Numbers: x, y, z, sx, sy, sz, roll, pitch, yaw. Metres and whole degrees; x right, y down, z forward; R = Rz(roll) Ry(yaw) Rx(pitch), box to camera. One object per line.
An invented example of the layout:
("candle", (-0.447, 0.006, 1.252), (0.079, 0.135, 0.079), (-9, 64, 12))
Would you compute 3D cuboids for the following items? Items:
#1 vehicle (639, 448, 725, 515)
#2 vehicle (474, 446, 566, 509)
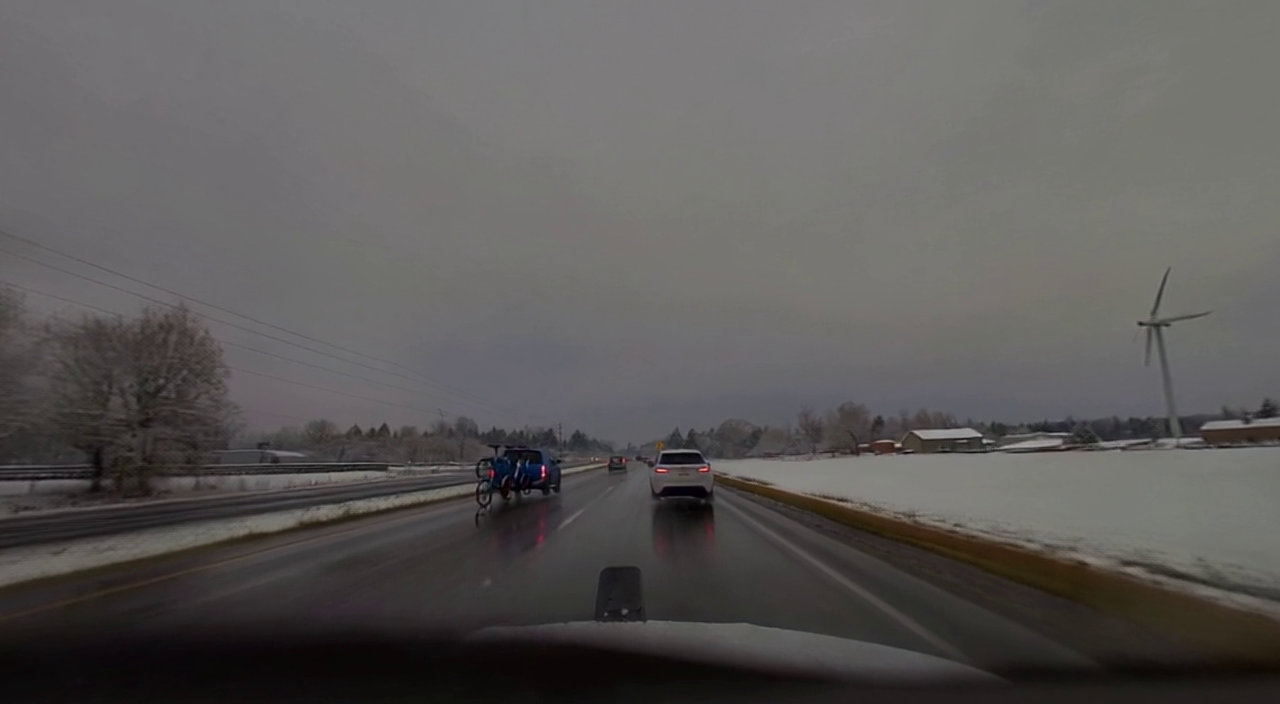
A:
("vehicle", (1.034, 3.439, 17.243), (2.063, 1.582, 3.955), (0, -9, 0))
("vehicle", (-3.530, 3.770, 19.317), (1.962, 1.681, 4.033), (0, -9, 1))
